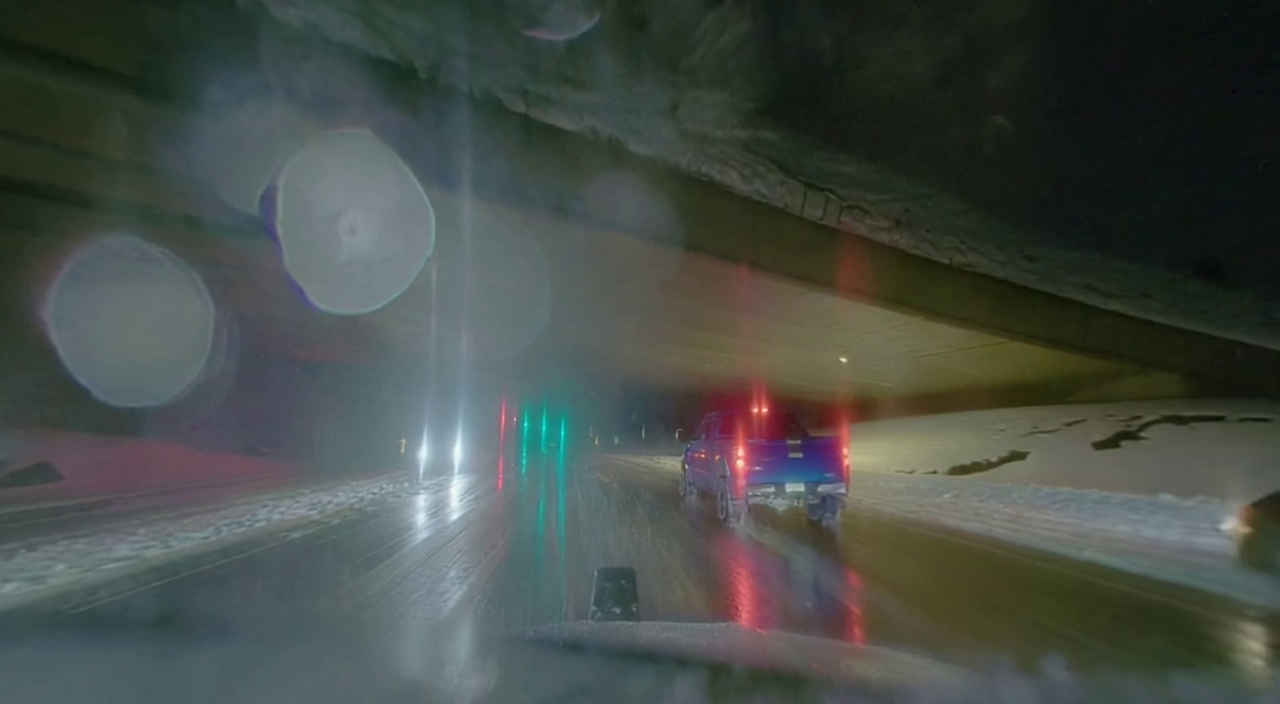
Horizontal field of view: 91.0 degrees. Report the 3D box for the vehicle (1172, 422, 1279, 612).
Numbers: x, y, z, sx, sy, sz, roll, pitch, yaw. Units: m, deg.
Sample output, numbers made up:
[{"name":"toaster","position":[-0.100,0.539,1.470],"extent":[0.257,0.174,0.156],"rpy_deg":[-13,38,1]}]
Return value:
[{"name":"vehicle","position":[6.351,1.123,3.717],"extent":[2.012,1.521,4.663],"rpy_deg":[0,-8,-6]}]
